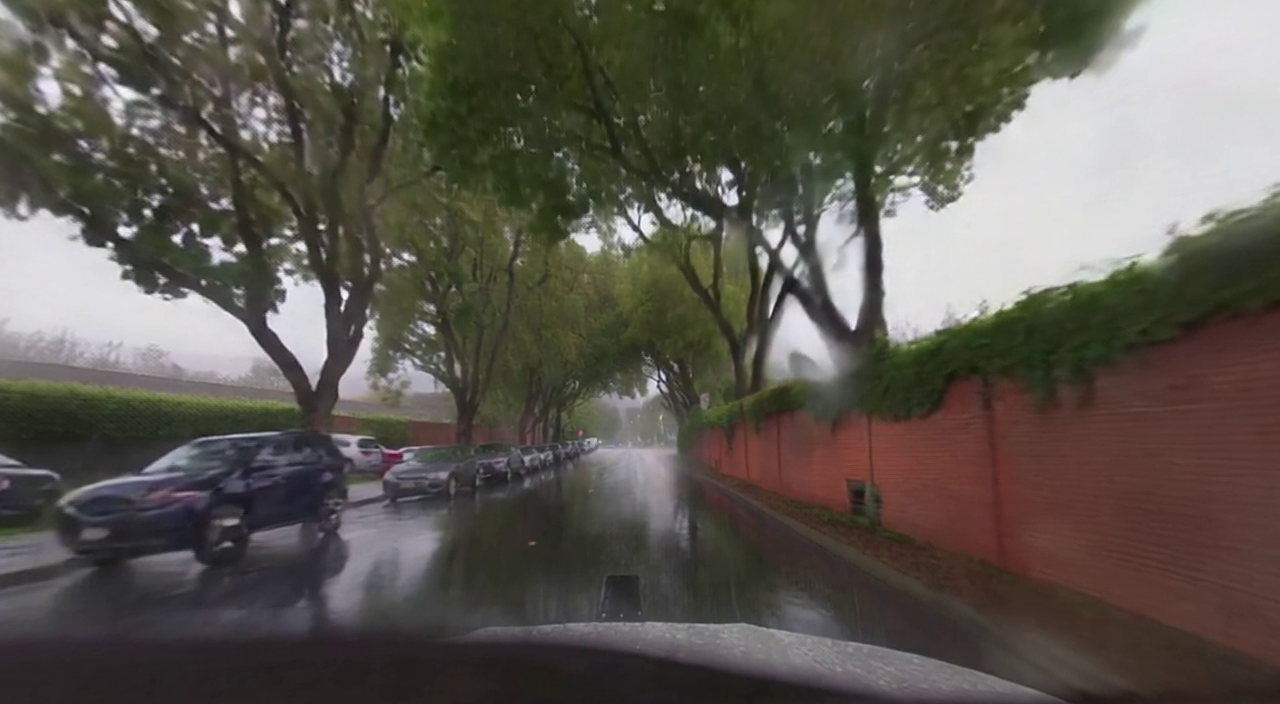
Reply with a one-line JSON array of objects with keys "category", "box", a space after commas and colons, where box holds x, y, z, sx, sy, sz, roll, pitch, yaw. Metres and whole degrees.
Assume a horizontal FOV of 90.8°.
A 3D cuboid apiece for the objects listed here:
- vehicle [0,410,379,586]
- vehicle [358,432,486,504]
[{"category": "vehicle", "box": [-6.177, 1.914, 9.527, 2.109, 1.847, 5.553, 0, -8, 0]}, {"category": "vehicle", "box": [-6.290, 3.362, 18.959, 2.009, 1.820, 4.821, 1, -8, 1]}]
